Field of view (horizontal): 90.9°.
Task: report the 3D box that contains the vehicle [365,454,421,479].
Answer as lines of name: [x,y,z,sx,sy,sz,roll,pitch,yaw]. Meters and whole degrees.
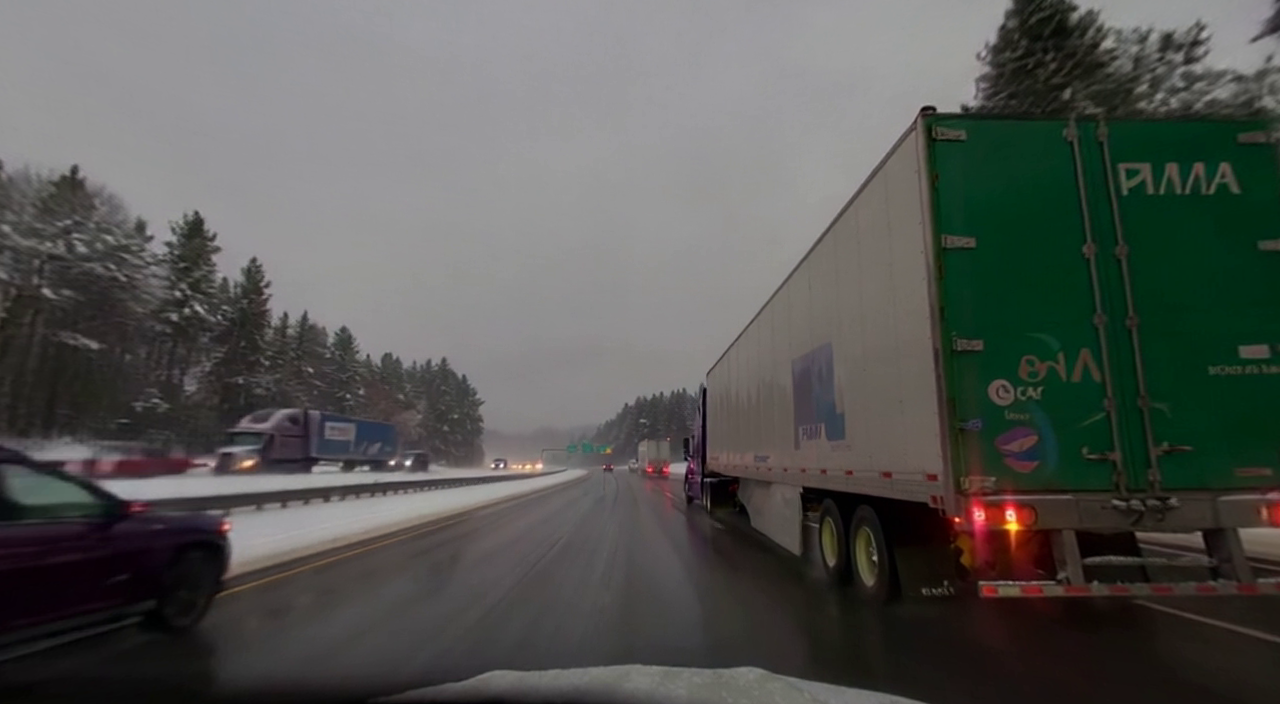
vehicle: [-16.721,7.804,42.941,2.006,1.509,4.779,1,-10,-2]

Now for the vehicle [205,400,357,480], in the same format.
vehicle: [-20.323,5.341,36.801,2.929,3.960,10.134,1,-10,-1]

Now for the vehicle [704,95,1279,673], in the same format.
vehicle: [3.423,1.338,11.300,2.856,4.040,14.009,1,-10,-1]

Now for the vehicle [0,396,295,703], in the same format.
vehicle: [-3.967,0.983,2.854,2.010,1.580,4.949,1,-10,0]
